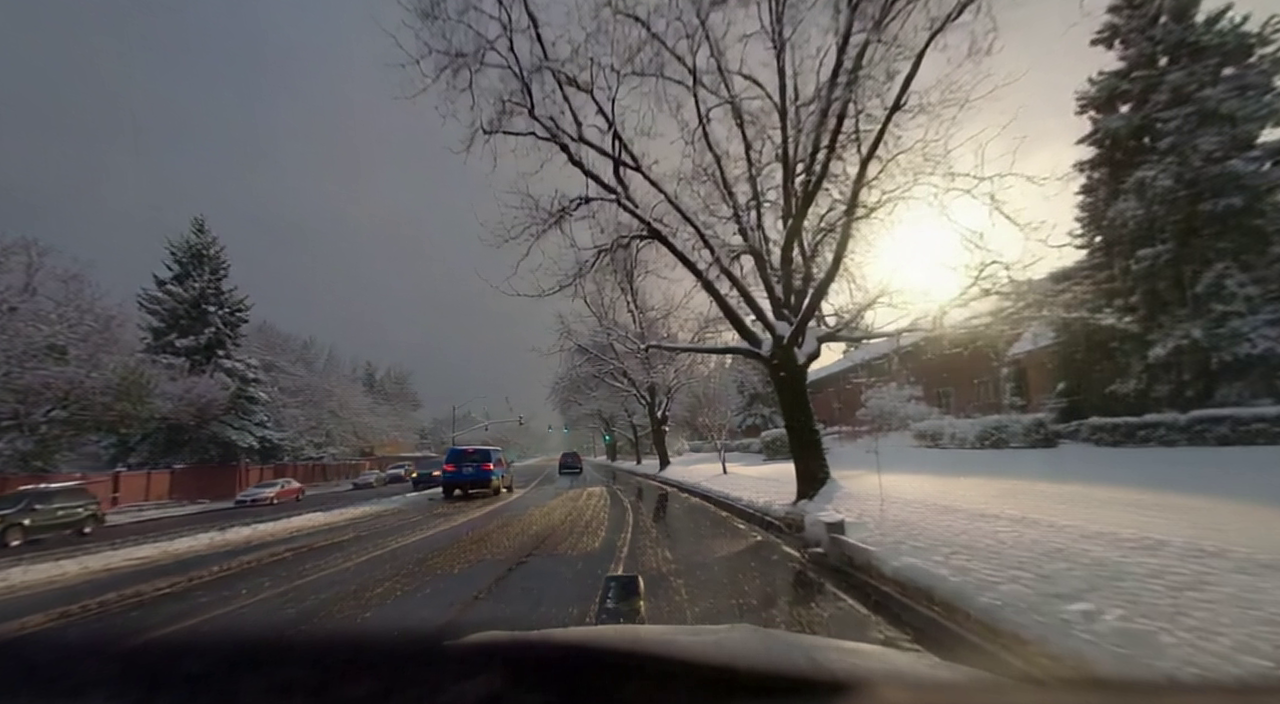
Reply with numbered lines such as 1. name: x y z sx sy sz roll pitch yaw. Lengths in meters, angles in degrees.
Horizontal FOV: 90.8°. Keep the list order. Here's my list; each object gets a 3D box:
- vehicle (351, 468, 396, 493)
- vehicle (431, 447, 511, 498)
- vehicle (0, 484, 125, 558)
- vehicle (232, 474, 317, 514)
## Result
1. vehicle: -19.636 9.469 46.715 1.880 1.476 4.715 -2 -8 -8
2. vehicle: -6.431 4.603 24.606 2.097 1.755 4.336 0 -9 -3
3. vehicle: -16.245 4.448 16.775 1.898 1.477 4.184 -2 -8 -5
4. vehicle: -17.885 6.907 31.142 1.874 1.392 4.633 -5 -8 -7
